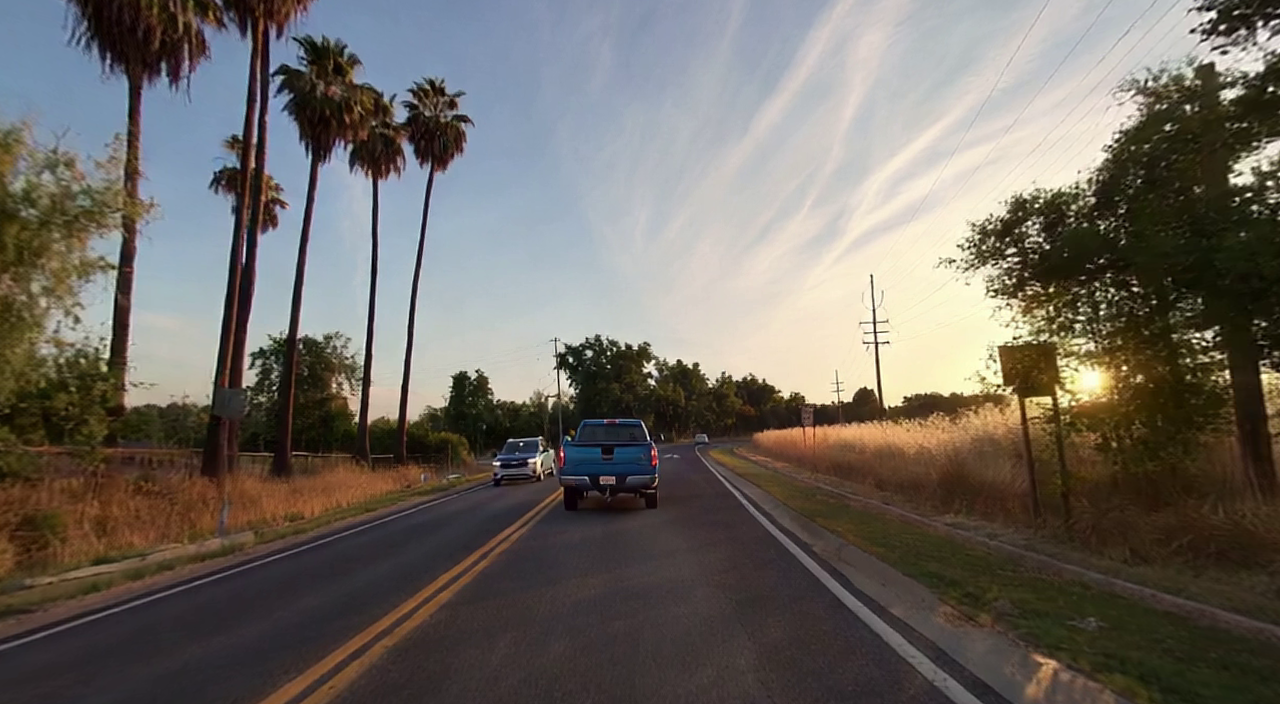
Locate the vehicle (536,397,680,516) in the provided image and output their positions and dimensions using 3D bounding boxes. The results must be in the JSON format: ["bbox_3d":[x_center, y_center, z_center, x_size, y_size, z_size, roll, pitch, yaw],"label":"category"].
[{"bbox_3d":[-0.671,2.400,14.909,2.693,2.223,5.885,0,-8,-1],"label":"vehicle"}]

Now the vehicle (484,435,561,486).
[{"bbox_3d":[-4.610,4.319,25.534,2.128,1.834,4.877,0,-8,0],"label":"vehicle"}]
